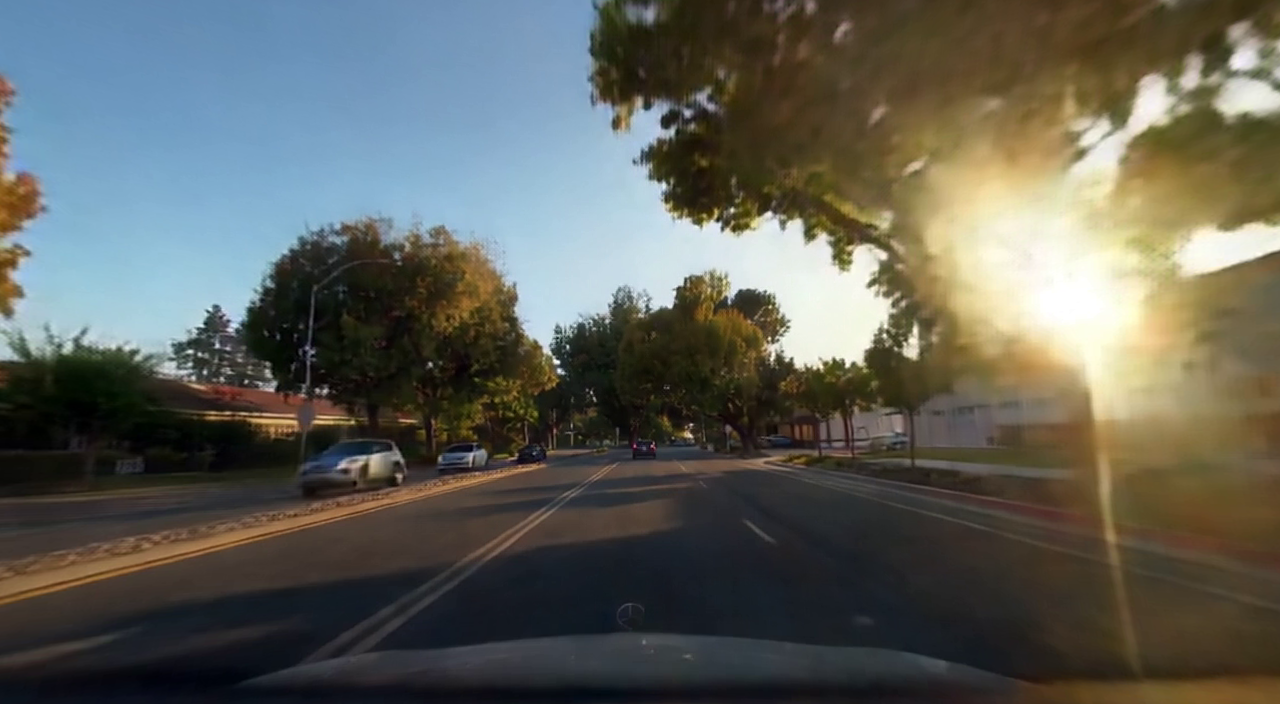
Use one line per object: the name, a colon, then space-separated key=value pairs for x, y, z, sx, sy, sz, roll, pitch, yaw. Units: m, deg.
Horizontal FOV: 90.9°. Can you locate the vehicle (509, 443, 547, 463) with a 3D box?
vehicle: x=-8.465 y=7.664 z=48.065 sx=1.946 sy=1.470 sz=4.443 roll=-1 pitch=-8 yaw=2

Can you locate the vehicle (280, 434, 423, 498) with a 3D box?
vehicle: x=-8.833 y=3.507 z=19.858 sx=2.250 sy=1.747 sz=4.492 roll=-1 pitch=-8 yaw=2

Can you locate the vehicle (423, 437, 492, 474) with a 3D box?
vehicle: x=-9.678 y=5.521 z=33.907 sx=2.230 sy=1.777 sz=4.797 roll=0 pitch=-8 yaw=1
